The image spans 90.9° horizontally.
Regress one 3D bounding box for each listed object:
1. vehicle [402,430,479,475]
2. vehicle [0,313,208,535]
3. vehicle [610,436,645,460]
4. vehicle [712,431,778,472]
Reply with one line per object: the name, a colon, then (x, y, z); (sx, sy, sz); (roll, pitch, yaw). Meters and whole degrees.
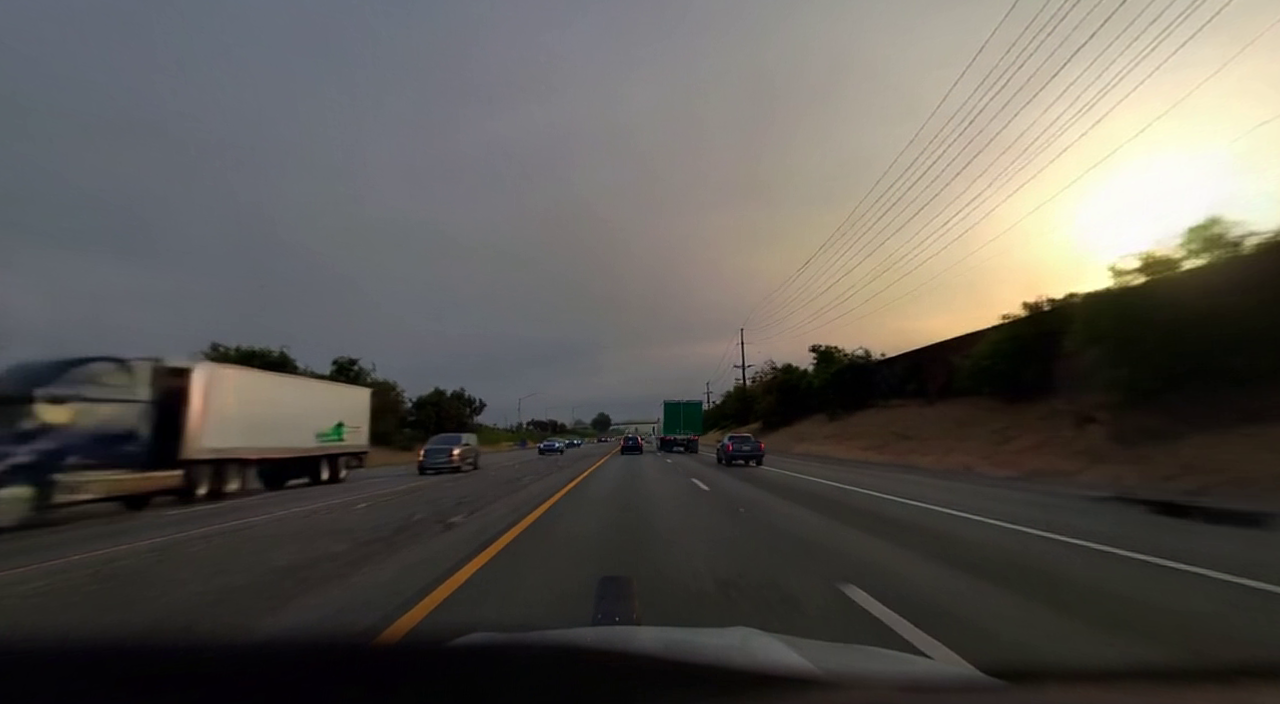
vehicle: (-9.583, 4.845, 30.687); (2.237, 2.004, 4.746); (0, -8, -1)
vehicle: (-13.580, 1.690, 14.386); (3.005, 4.138, 6.065); (0, -8, -1)
vehicle: (-0.815, 6.128, 40.521); (2.163, 1.466, 3.693); (0, -8, -1)
vehicle: (4.270, 4.105, 26.269); (1.930, 1.573, 3.853); (0, -8, -2)
